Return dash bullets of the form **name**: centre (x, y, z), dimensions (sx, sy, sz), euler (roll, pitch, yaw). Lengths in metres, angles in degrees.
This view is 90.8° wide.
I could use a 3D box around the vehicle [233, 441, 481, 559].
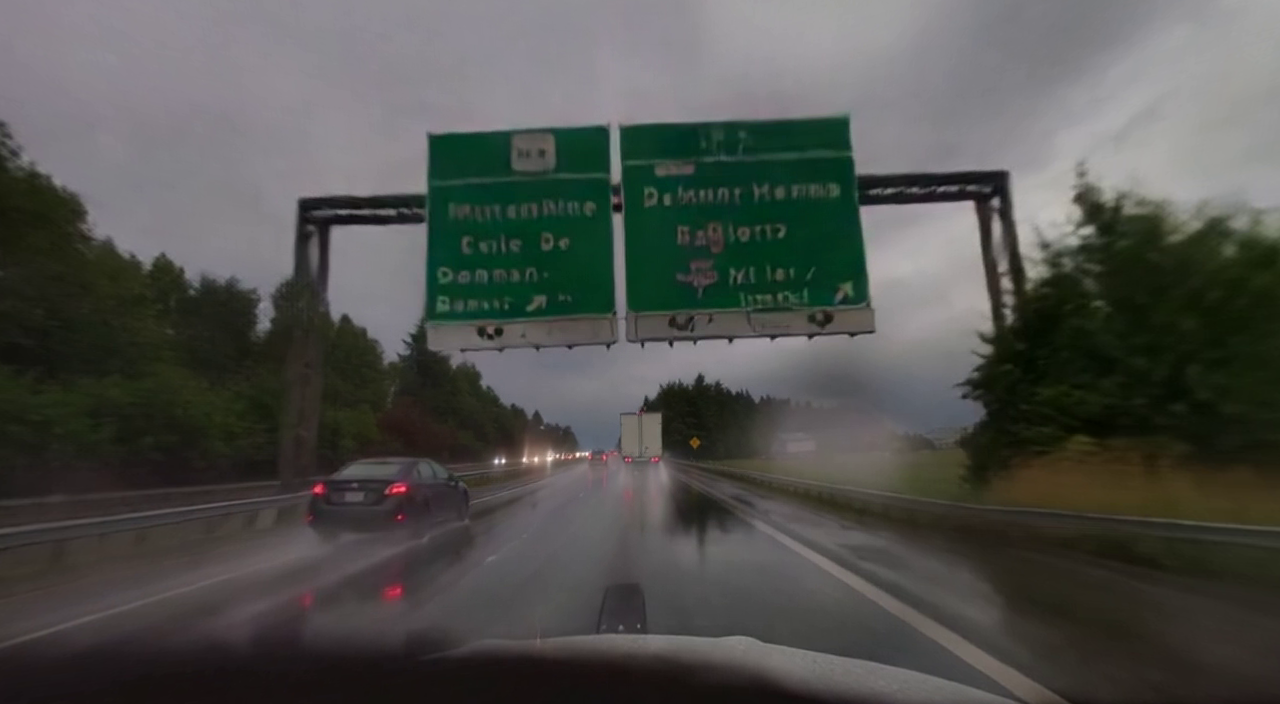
- **vehicle**: centre (-4.089, 2.194, 10.069), dimensions (1.968, 1.460, 4.227), euler (0, -9, 0)
